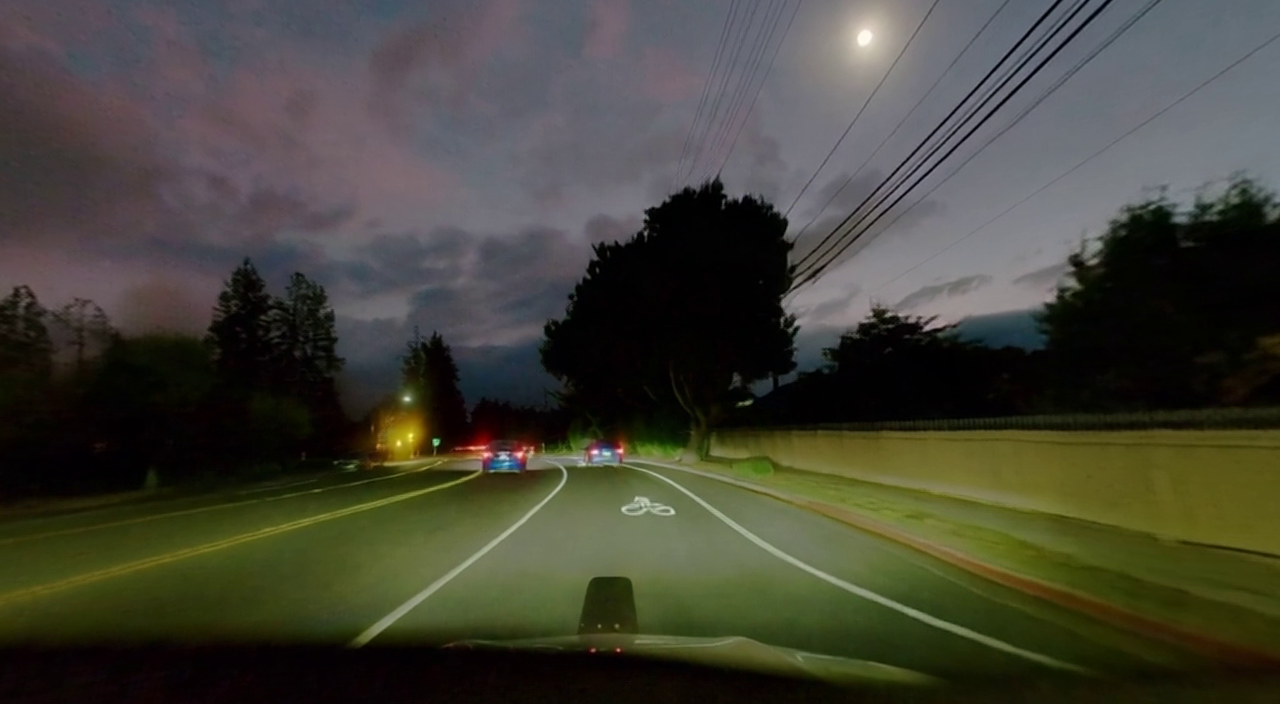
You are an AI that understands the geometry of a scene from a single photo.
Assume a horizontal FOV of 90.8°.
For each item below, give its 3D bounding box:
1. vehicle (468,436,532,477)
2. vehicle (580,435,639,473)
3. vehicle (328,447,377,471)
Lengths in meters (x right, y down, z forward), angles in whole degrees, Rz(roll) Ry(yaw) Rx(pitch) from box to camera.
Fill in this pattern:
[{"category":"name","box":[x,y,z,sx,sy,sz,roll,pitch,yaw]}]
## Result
[{"category":"vehicle","box":[-5.259,3.980,24.260,1.913,1.425,4.235,1,-9,-6]},{"category":"vehicle","box":[-1.429,4.461,27.753,2.168,1.504,4.284,1,-9,-8]},{"category":"vehicle","box":[-18.587,6.905,41.061,1.944,1.458,4.549,2,-9,-12]}]
